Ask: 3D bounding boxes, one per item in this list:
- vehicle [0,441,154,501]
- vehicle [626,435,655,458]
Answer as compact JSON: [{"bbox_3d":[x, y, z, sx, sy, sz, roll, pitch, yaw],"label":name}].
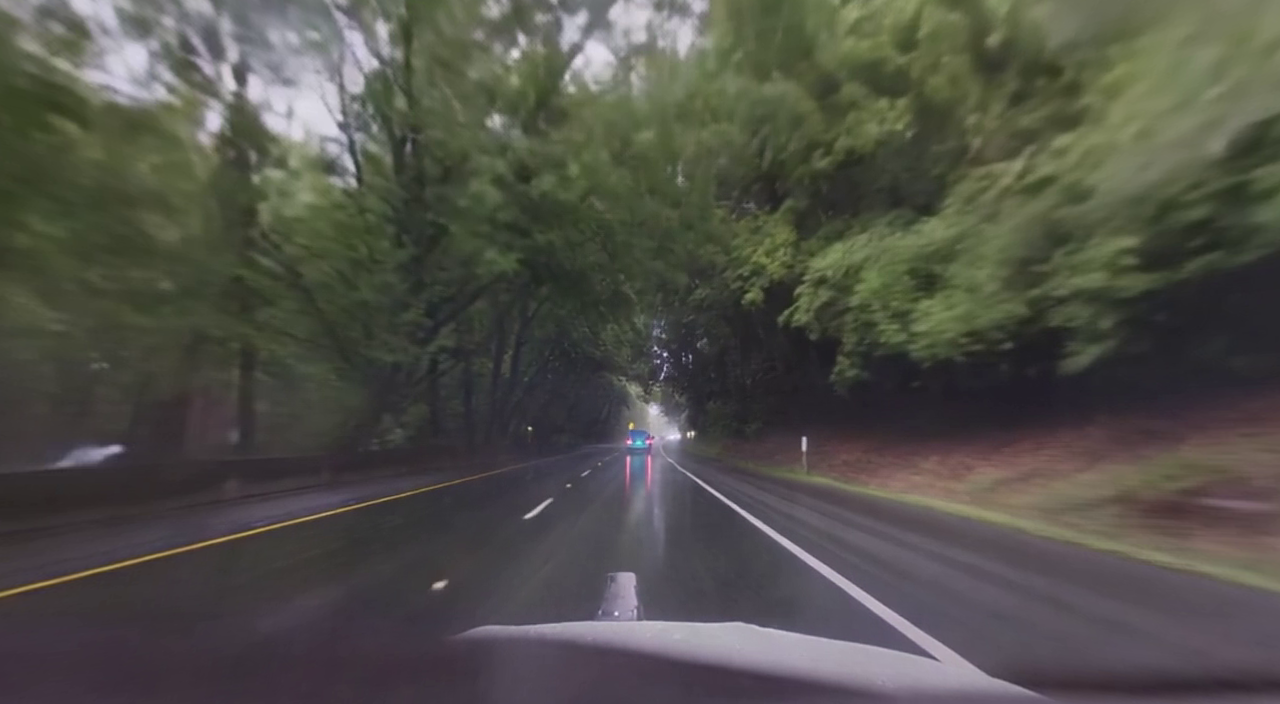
[{"bbox_3d":[-16.710,3.315,18.103,2.045,1.467,4.296,0,-8,0],"label":"vehicle"},{"bbox_3d":[-0.031,7.123,47.804,2.094,1.653,4.283,0,-8,-2],"label":"vehicle"}]
